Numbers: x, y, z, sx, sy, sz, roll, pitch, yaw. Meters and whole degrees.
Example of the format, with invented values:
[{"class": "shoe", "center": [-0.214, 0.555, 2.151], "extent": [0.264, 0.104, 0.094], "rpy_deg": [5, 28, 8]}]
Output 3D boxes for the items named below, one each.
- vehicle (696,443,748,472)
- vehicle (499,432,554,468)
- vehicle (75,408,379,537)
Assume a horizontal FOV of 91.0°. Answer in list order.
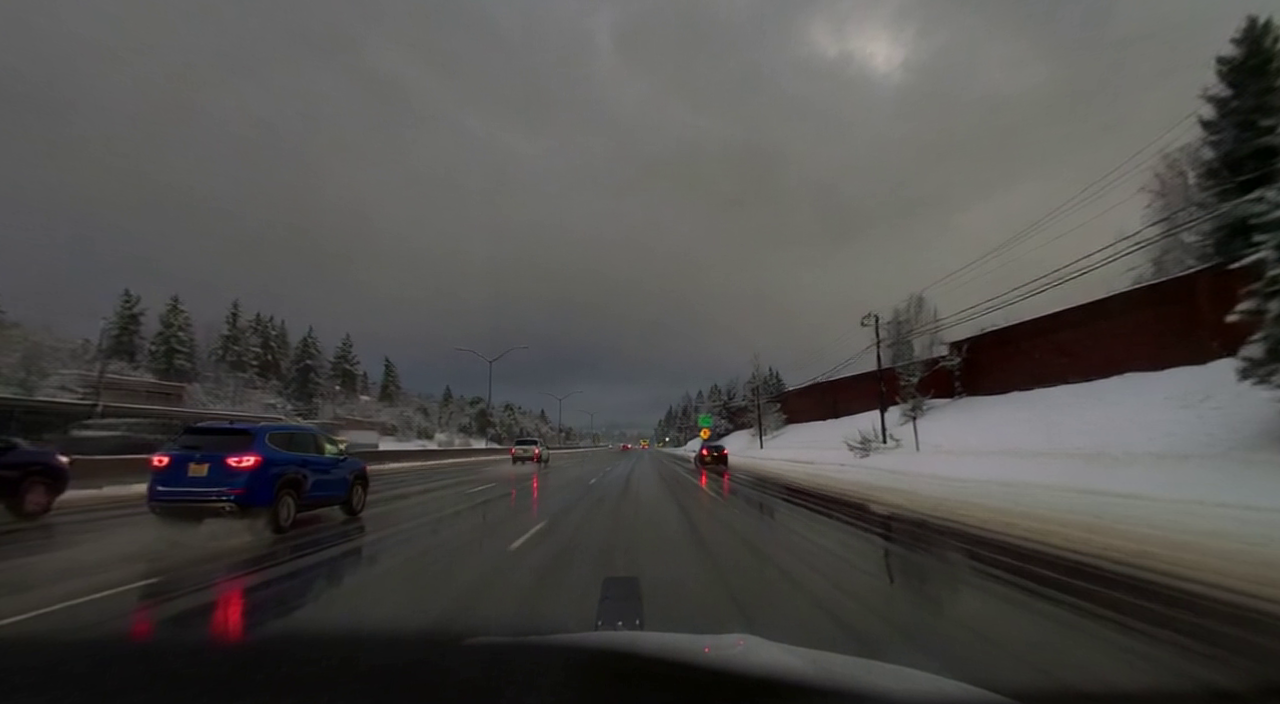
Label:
[{"class": "vehicle", "center": [4.552, 5.943, 35.714], "extent": [2.251, 1.520, 4.550], "rpy_deg": [1, -9, -1]}, {"class": "vehicle", "center": [-6.486, 5.707, 36.661], "extent": [2.255, 1.934, 4.868], "rpy_deg": [0, -9, 0]}, {"class": "vehicle", "center": [-6.502, 1.957, 10.786], "extent": [2.058, 1.698, 4.567], "rpy_deg": [0, -9, 0]}]
